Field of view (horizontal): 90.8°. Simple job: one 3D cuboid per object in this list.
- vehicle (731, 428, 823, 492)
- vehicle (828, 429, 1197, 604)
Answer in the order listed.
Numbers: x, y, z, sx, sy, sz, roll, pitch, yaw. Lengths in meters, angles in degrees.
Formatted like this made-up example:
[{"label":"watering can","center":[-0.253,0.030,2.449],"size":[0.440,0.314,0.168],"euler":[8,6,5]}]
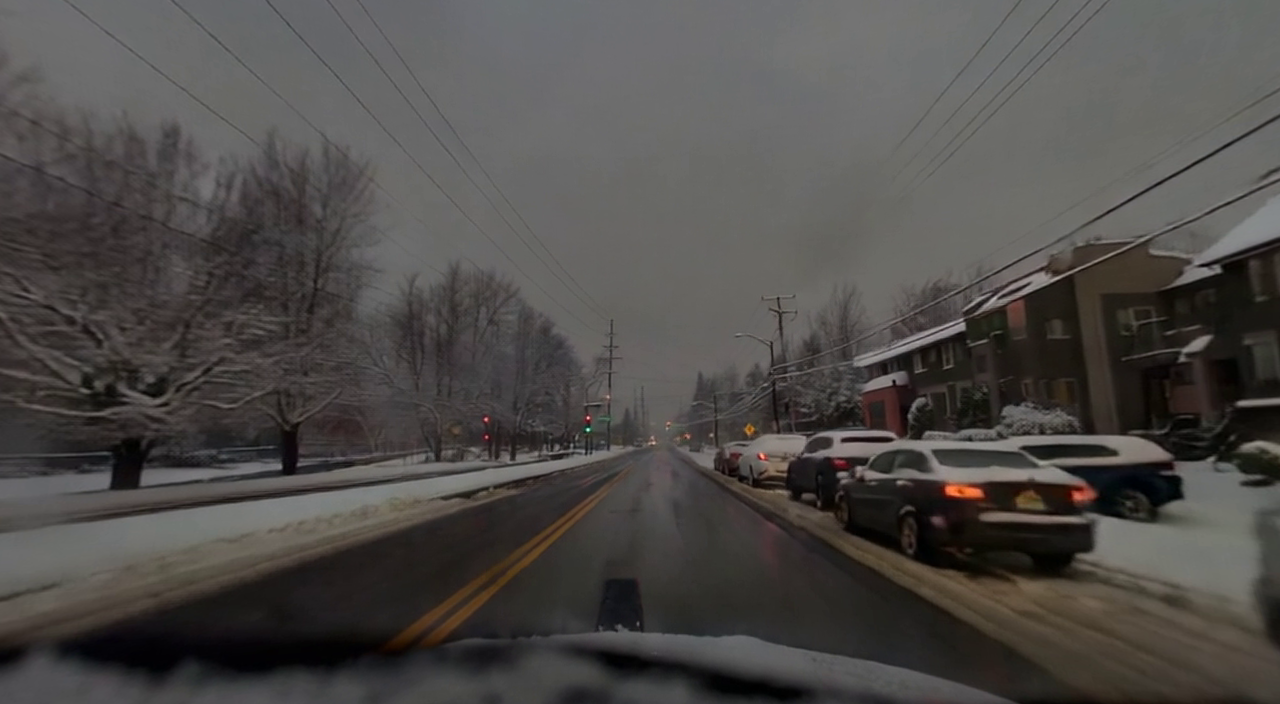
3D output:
[{"label":"vehicle","center":[4.566,3.687,21.915],"size":[2.056,1.941,4.955],"euler":[0,-8,0]},{"label":"vehicle","center":[4.008,1.806,8.065],"size":[1.925,1.505,4.895],"euler":[0,-8,3]}]
